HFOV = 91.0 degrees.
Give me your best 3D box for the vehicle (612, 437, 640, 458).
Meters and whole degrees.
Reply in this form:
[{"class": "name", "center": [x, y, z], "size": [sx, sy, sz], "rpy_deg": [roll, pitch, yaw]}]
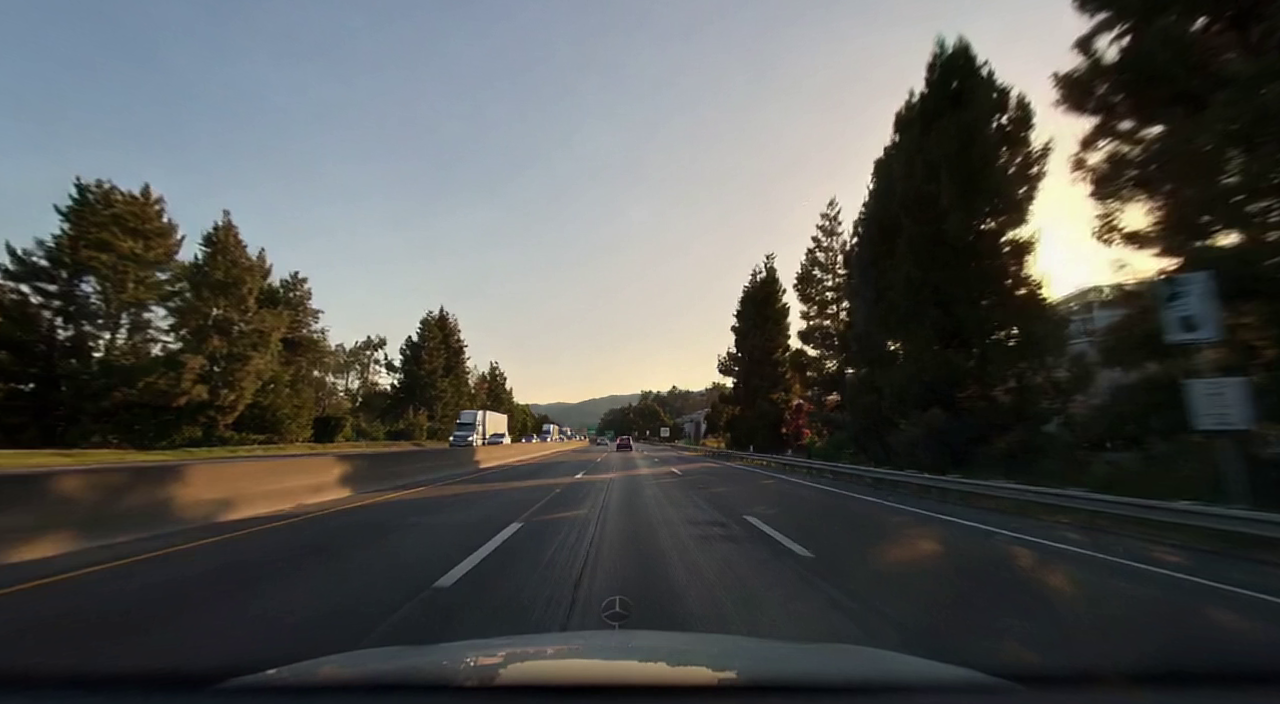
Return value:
[{"class": "vehicle", "center": [-1.089, 7.472, 49.436], "size": [2.099, 1.504, 3.843], "rpy_deg": [0, -8, -2]}]
